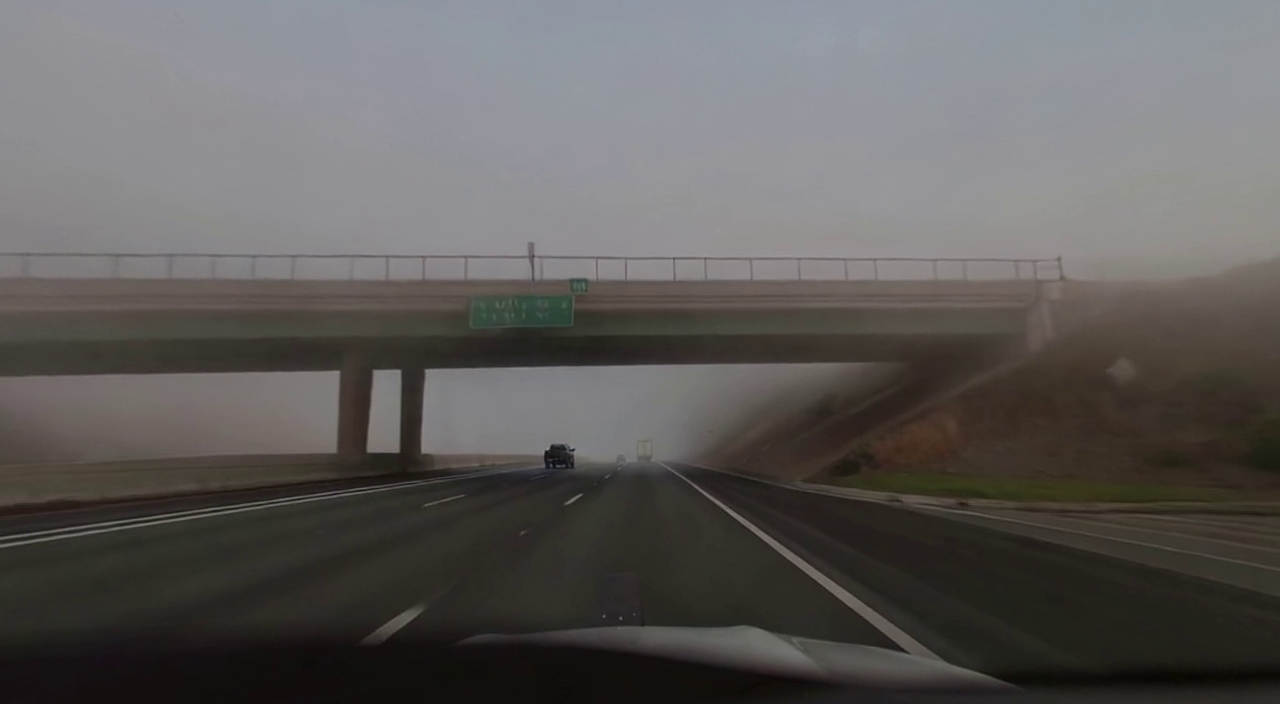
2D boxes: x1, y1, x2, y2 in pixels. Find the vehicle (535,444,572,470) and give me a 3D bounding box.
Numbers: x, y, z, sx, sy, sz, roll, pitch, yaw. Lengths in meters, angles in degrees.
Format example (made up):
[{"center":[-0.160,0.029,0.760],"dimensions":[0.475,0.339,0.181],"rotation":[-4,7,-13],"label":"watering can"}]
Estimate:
[{"center":[-6.744,8.244,49.780],"dimensions":[2.232,1.947,5.180],"rotation":[0,-9,0],"label":"vehicle"}]
